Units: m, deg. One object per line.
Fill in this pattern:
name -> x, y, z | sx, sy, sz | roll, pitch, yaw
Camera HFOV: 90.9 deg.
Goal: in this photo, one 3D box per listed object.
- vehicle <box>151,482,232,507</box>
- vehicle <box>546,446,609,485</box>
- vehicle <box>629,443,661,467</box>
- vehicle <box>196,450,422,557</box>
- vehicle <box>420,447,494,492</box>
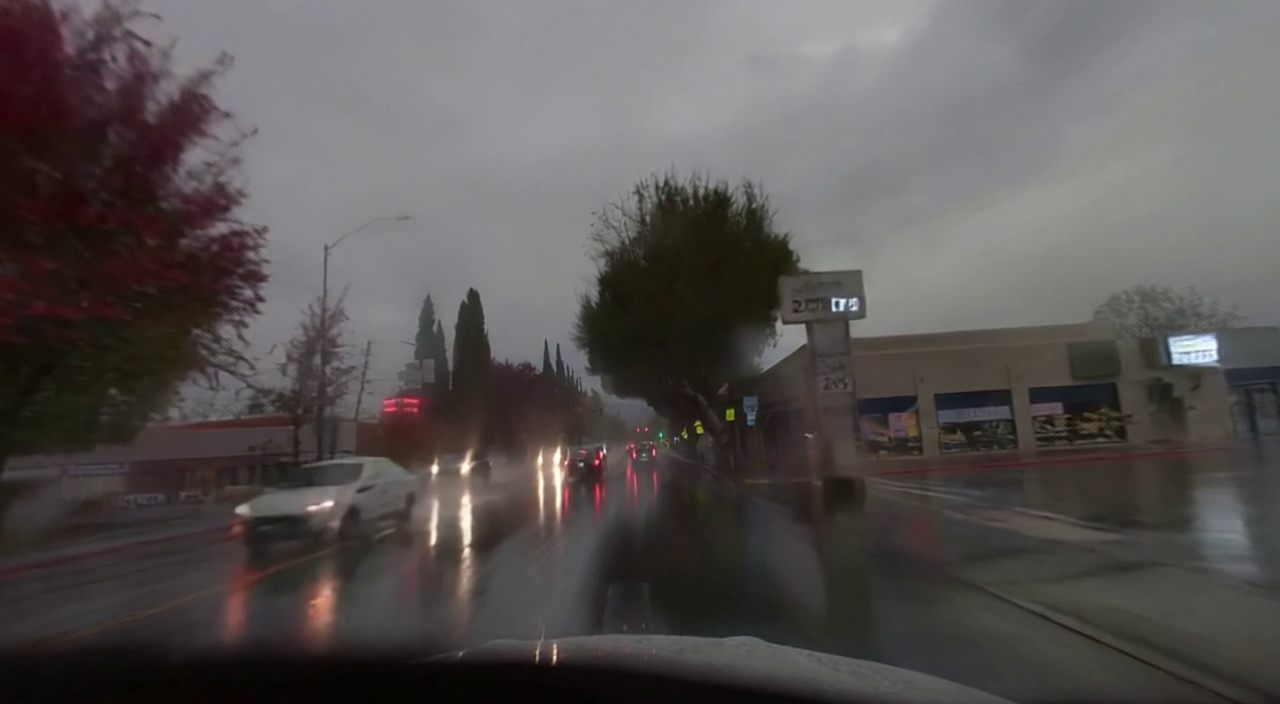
vehicle -> -34.523, 10.973, 48.581 | 4.558, 1.819, 2.094 | 1, -11, 0
vehicle -> -2.470, 4.599, 25.996 | 2.099, 1.424, 4.609 | 0, -9, 1
vehicle -> 0.312, 6.888, 42.303 | 2.020, 1.478, 3.922 | 0, -9, -1
vehicle -> -5.903, 2.691, 11.939 | 2.045, 1.619, 3.973 | -1, -9, 1
vehicle -> -8.359, 5.354, 29.294 | 1.995, 1.880, 4.703 | -1, -9, 1
